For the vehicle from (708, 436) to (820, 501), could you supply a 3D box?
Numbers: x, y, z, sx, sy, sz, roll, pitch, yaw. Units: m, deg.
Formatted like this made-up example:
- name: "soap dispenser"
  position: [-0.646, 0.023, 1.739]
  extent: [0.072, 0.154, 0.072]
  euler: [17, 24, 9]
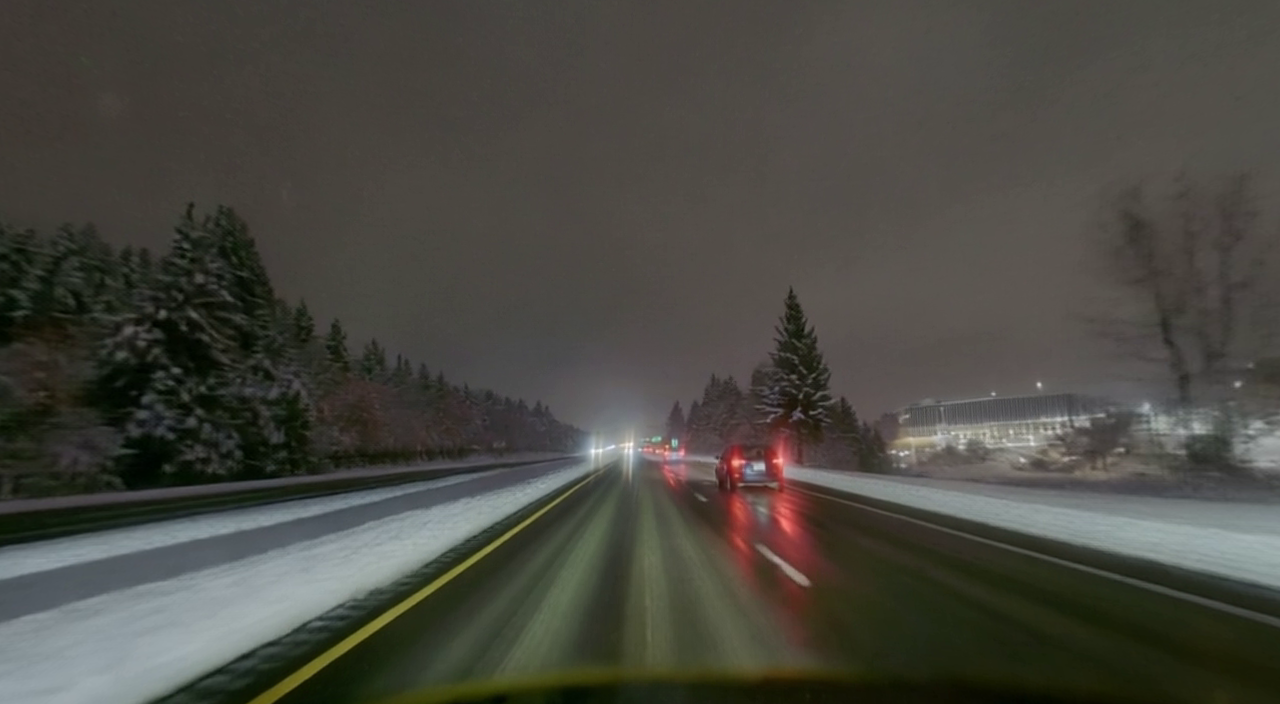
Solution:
- name: "vehicle"
  position: [3.215, 3.119, 17.347]
  extent: [2.042, 1.518, 4.477]
  euler: [0, -9, -1]
